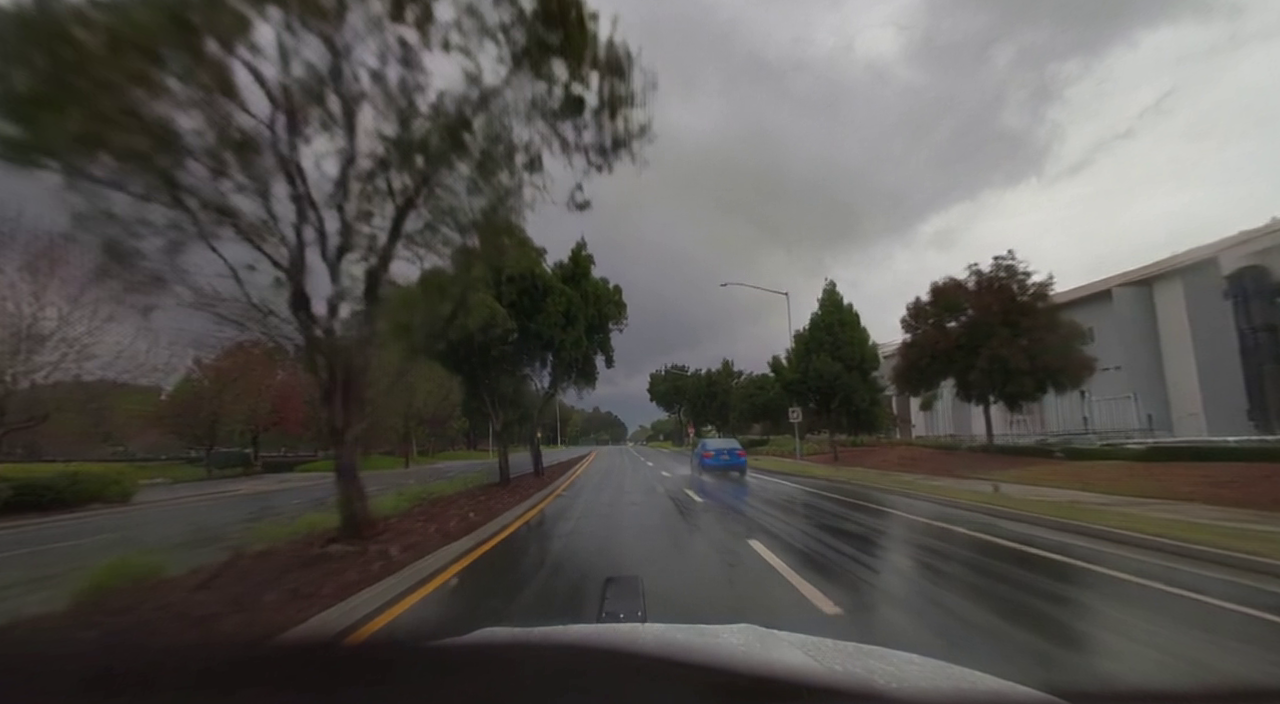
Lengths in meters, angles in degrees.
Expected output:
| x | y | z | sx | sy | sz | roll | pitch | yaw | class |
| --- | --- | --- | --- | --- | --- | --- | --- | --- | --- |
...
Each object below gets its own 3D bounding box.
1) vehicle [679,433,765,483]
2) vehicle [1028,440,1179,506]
| x | y | z | sx | sy | sz | roll | pitch | yaw | class |
| --- | --- | --- | --- | --- | --- | --- | --- | --- | --- |
| 2.607 | 3.494 | 21.223 | 2.114 | 1.493 | 4.430 | 0 | -8 | -2 | vehicle |
| 20.877 | 5.521 | 28.687 | 5.101 | 1.694 | 2.158 | 10 | -23 | 1 | vehicle |
